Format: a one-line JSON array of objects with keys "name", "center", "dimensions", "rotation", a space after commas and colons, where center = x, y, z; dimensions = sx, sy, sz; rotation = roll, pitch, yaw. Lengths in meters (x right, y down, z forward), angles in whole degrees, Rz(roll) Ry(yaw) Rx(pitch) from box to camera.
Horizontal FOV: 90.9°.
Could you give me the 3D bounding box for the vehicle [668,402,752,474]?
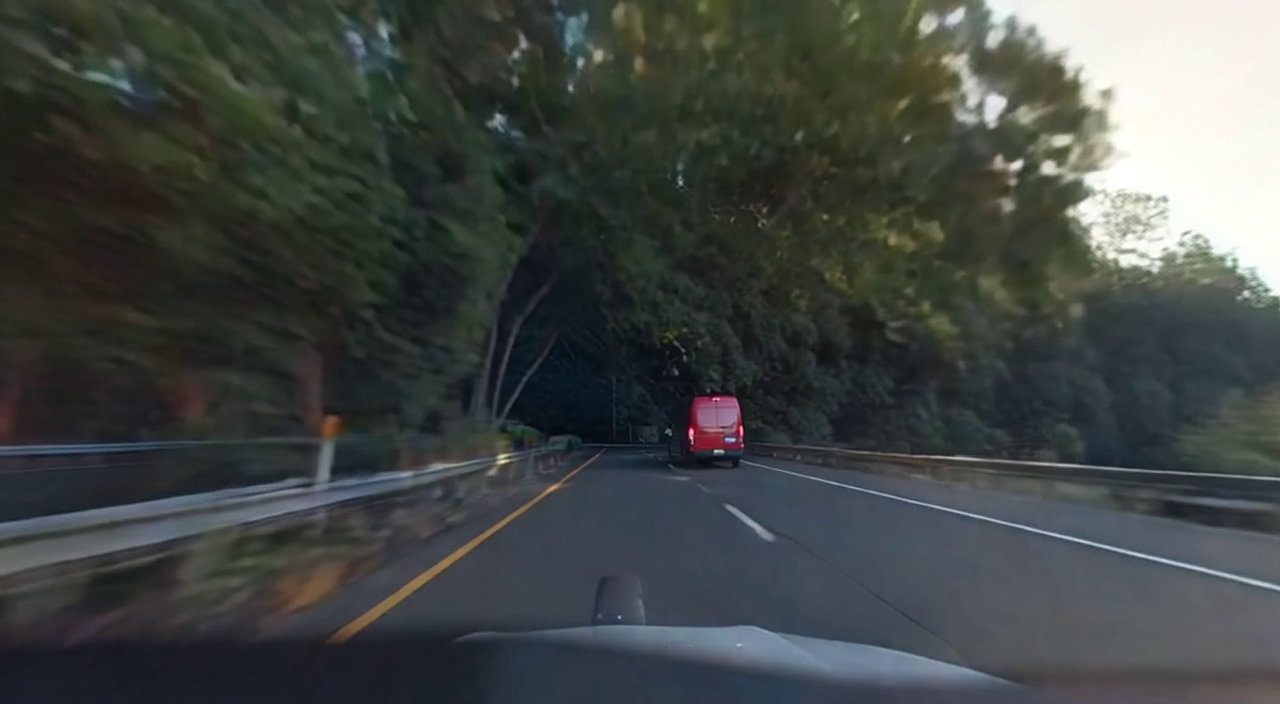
[{"name": "vehicle", "center": [2.664, 3.527, 25.898], "dimensions": [2.570, 2.596, 6.082], "rotation": [0, -8, -2]}]
